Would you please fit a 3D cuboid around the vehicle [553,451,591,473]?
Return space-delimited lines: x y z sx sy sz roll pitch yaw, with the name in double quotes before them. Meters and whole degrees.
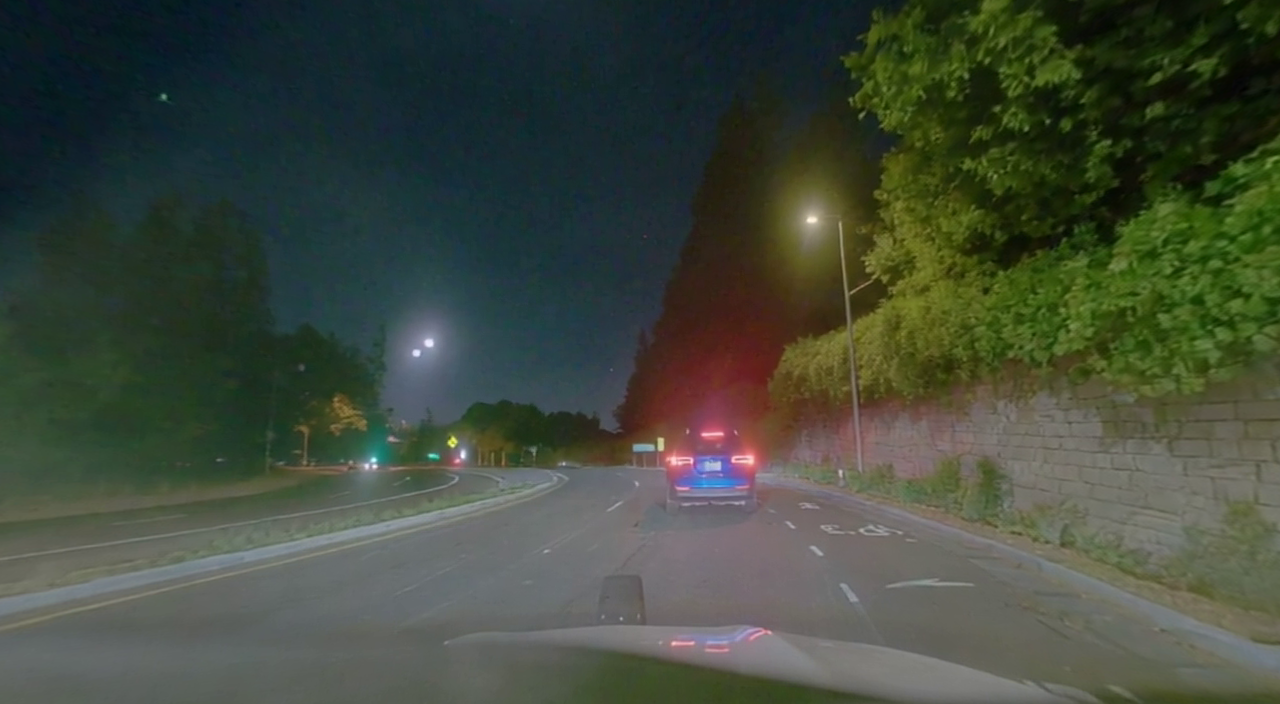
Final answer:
"vehicle" -4.923 7.864 45.376 2.023 1.474 4.286 2 -9 -15

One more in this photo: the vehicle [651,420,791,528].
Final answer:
"vehicle" 1.430 2.330 12.613 2.287 1.762 4.269 0 -9 3
